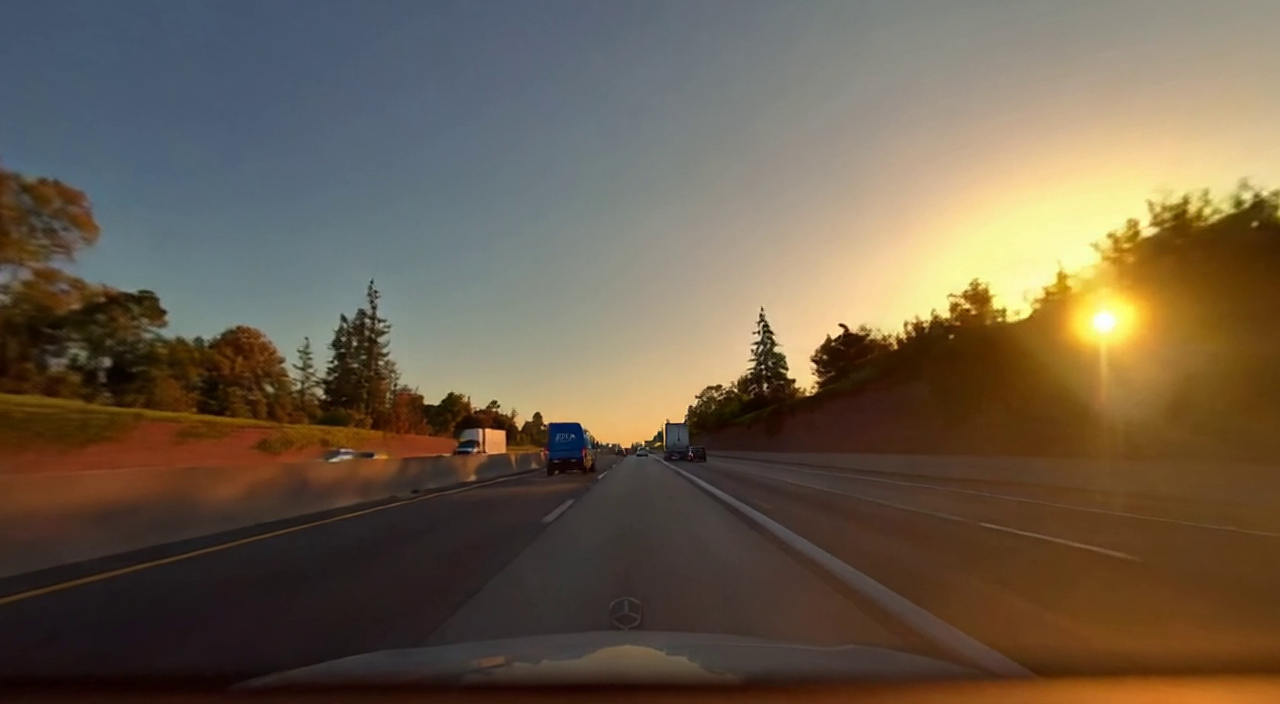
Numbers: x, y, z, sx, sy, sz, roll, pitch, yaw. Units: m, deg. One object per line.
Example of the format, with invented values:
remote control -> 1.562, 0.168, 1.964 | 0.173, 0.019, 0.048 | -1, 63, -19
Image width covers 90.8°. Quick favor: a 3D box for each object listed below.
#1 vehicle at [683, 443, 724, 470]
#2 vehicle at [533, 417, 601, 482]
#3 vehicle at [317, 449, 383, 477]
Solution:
vehicle -> 4.065, 6.757, 41.040 | 2.066, 1.638, 4.158 | 0, -9, -2
vehicle -> -3.199, 4.537, 29.464 | 2.380, 2.648, 6.879 | 0, -9, 0
vehicle -> -16.283, 6.235, 35.617 | 1.745, 1.456, 4.110 | 0, -9, 0
